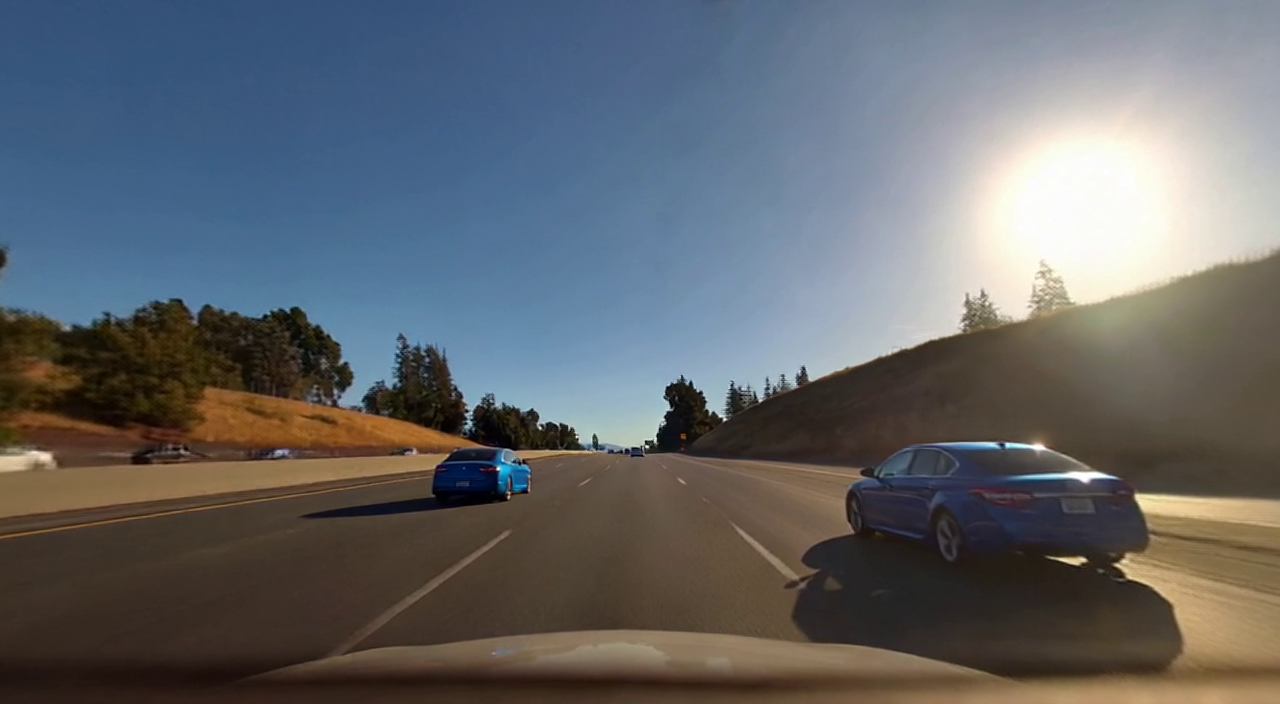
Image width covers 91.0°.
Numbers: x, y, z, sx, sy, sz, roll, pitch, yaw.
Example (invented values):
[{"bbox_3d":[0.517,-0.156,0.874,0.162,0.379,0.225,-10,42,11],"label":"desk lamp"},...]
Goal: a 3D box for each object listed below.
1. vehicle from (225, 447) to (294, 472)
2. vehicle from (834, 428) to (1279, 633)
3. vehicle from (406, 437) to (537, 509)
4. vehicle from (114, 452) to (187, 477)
[{"bbox_3d":[-28.815,8.163,47.912,2.033,1.774,5.027,0,-9,1],"label":"vehicle"},{"bbox_3d":[4.007,1.677,7.074,2.049,1.481,4.774,0,-9,-1],"label":"vehicle"},{"bbox_3d":[-3.994,2.932,15.777,1.987,1.516,4.478,0,-9,1],"label":"vehicle"},{"bbox_3d":[-36.357,8.359,46.915,1.882,1.744,4.480,0,-9,-1],"label":"vehicle"}]
